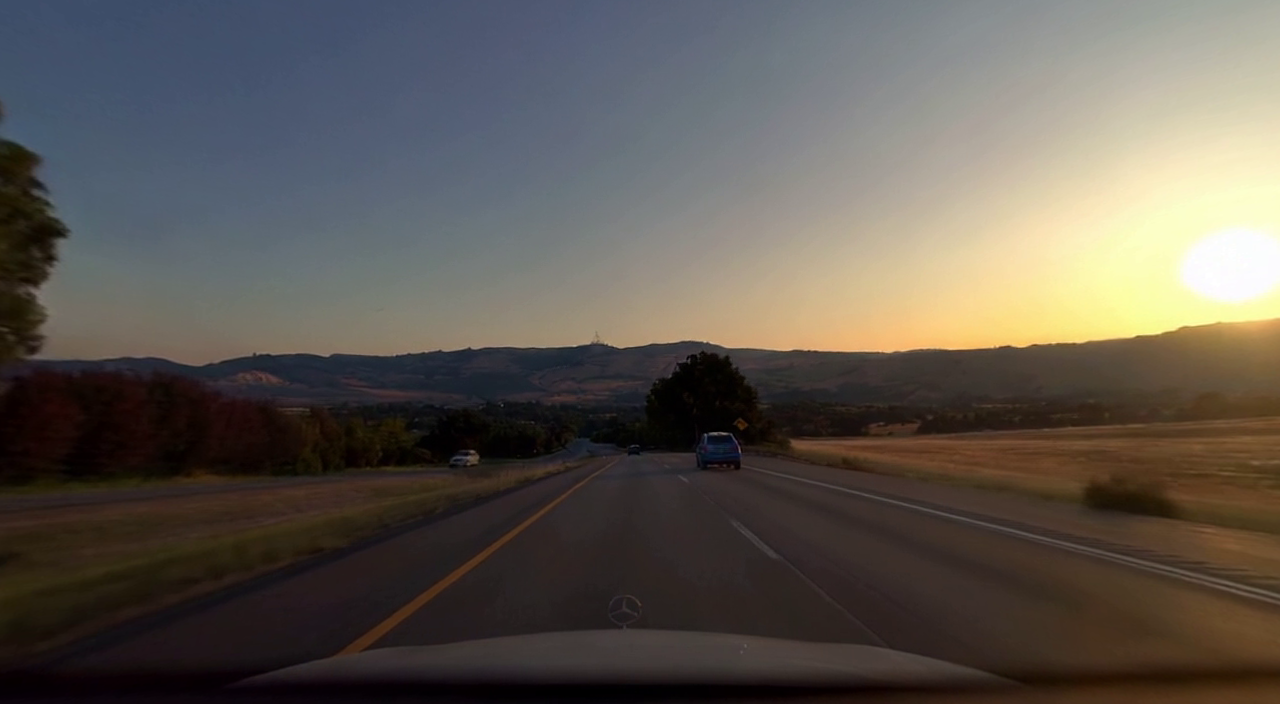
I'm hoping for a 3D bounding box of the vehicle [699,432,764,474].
[{"bbox_3d":[3.842,4.310,27.146,2.157,1.640,4.056,0,-8,0],"label":"vehicle"}]
